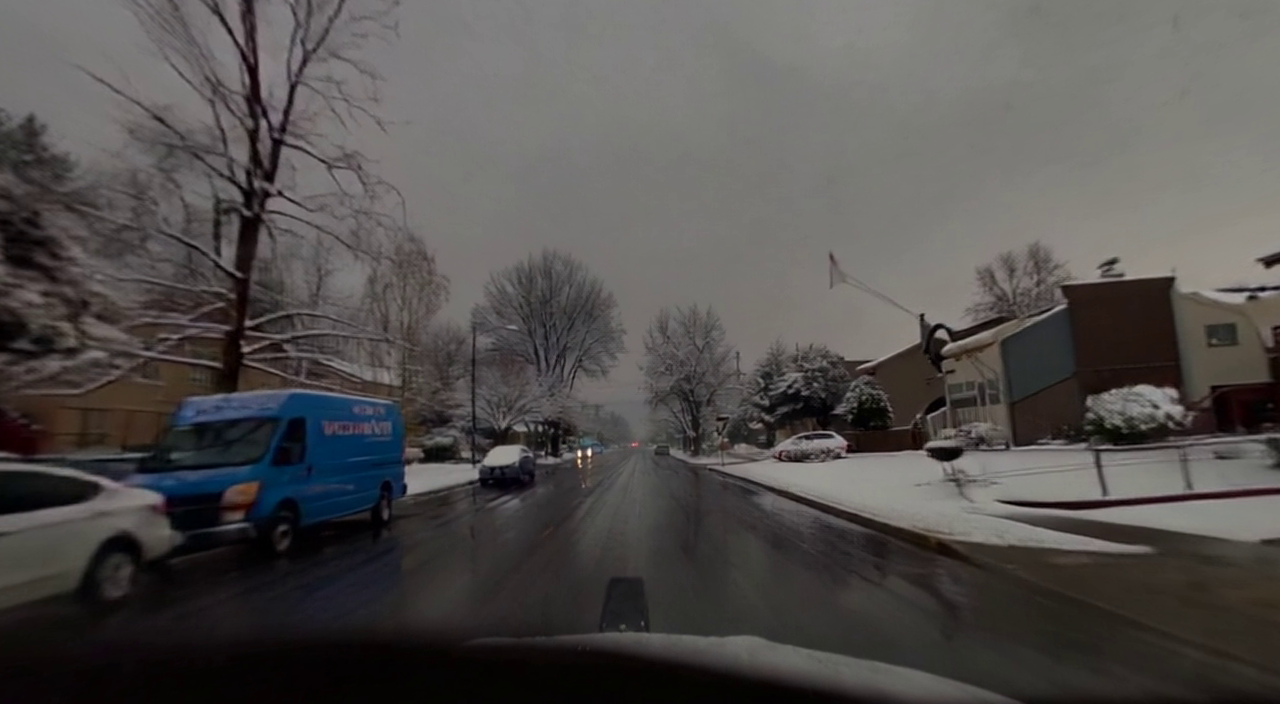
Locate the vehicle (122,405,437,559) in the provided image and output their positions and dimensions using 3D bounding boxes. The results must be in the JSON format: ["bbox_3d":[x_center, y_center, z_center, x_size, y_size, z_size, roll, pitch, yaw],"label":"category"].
[{"bbox_3d":[-5.640,2.099,11.070,2.315,2.008,5.343,0,-8,0],"label":"vehicle"}]

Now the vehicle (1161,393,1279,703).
[{"bbox_3d":[3.197,0.643,0.343,1.945,1.514,4.552,0,-8,0],"label":"vehicle"}]

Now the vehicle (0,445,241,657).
[{"bbox_3d":[-5.620,1.503,4.890,1.909,1.517,4.580,0,-8,2],"label":"vehicle"}]

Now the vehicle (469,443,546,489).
[{"bbox_3d":[-5.021,4.344,24.500,2.038,1.571,4.524,0,-8,0],"label":"vehicle"}]
